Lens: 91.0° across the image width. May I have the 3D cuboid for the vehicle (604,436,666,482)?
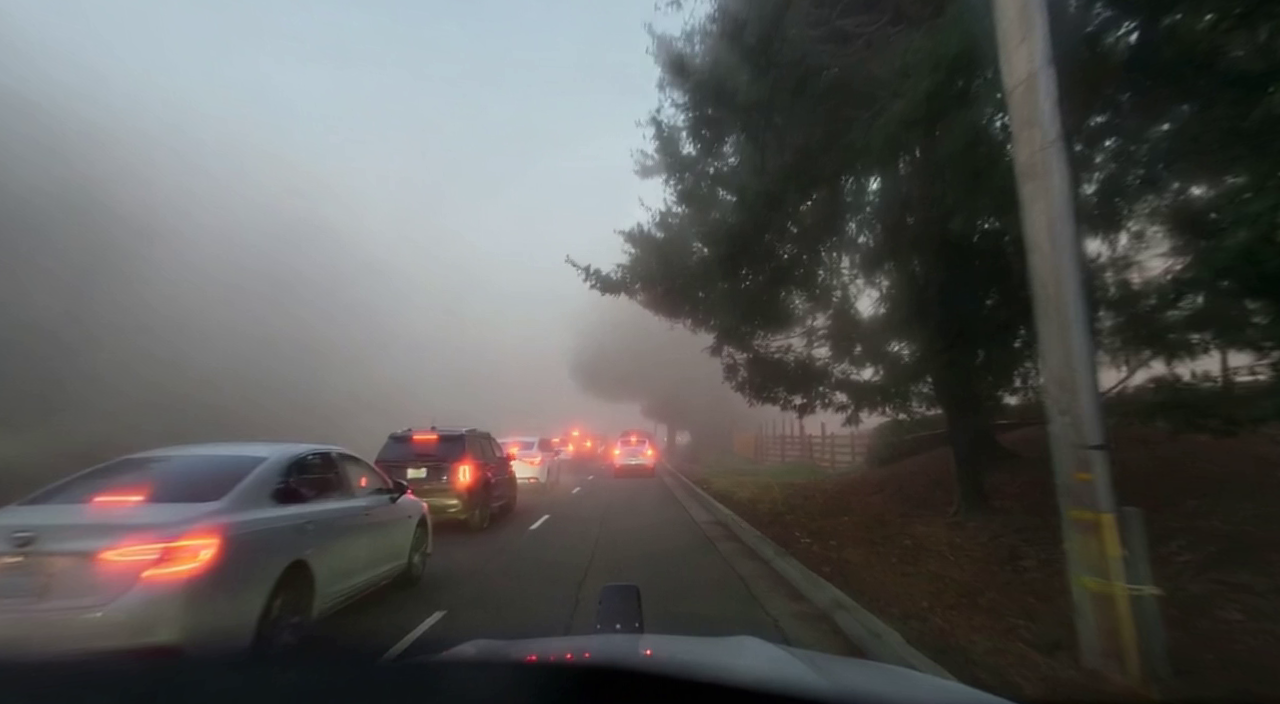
[{"bbox_3d":[-0.148,3.728,22.259,1.995,1.460,3.865,0,-8,0],"label":"vehicle"}]

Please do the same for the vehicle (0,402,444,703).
[{"bbox_3d":[-3.027,1.222,4.256,1.966,1.472,4.305,0,-8,1],"label":"vehicle"}]
